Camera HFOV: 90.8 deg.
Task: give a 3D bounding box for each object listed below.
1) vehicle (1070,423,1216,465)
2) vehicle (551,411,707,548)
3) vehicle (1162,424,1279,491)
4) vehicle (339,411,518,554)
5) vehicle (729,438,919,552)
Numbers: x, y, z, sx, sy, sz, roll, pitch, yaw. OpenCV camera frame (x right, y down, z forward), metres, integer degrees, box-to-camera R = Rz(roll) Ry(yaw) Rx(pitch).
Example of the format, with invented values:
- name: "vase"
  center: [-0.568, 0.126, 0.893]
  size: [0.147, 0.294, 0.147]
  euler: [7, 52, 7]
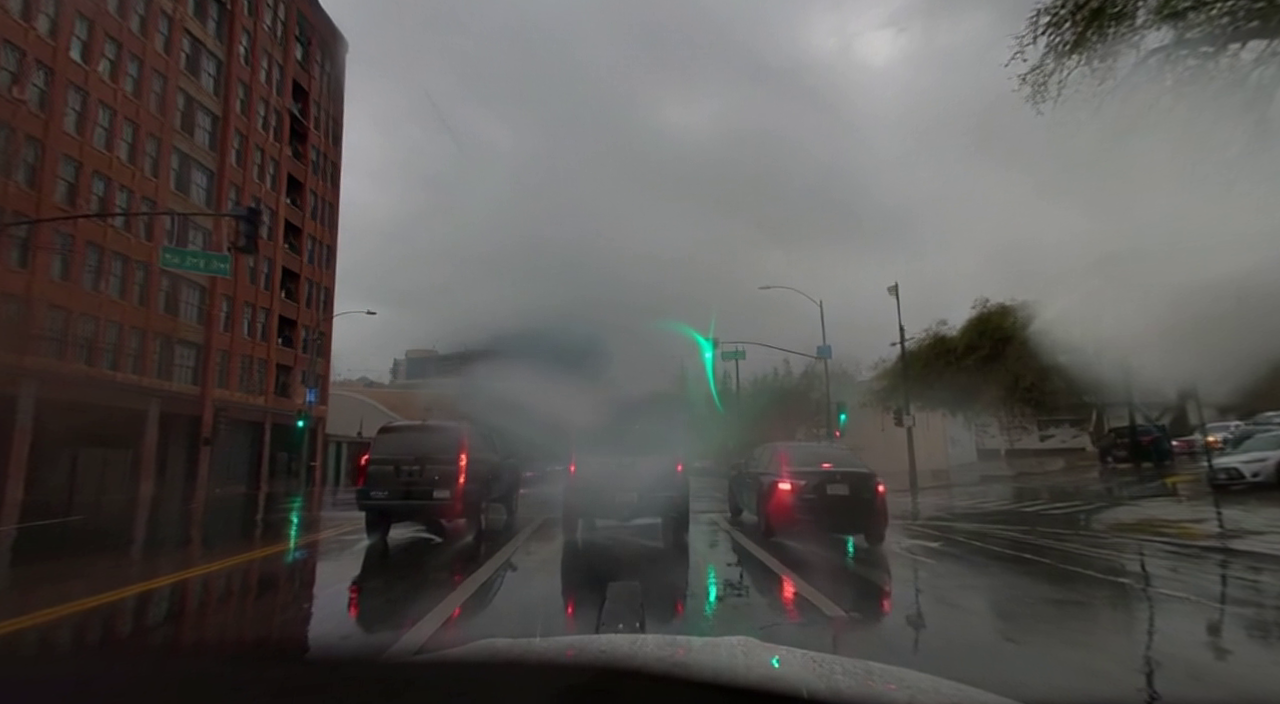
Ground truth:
- name: "vehicle"
  center: [20.815, 3.825, 26.299]
  size: [4.355, 1.663, 1.948]
  euler: [0, -8, 0]
- name: "vehicle"
  center: [-0.187, 2.074, 10.917]
  size: [2.105, 1.842, 4.537]
  euler: [0, -8, -1]
- name: "vehicle"
  center: [17.390, 2.896, 17.333]
  size: [4.547, 1.720, 1.624]
  euler: [0, -12, -1]
- name: "vehicle"
  center: [-3.125, 1.987, 10.326]
  size: [1.855, 1.812, 4.244]
  euler: [1, -8, -6]
- name: "vehicle"
  center: [2.686, 2.170, 10.347]
  size: [1.852, 1.462, 4.155]
  euler: [0, -8, 0]
